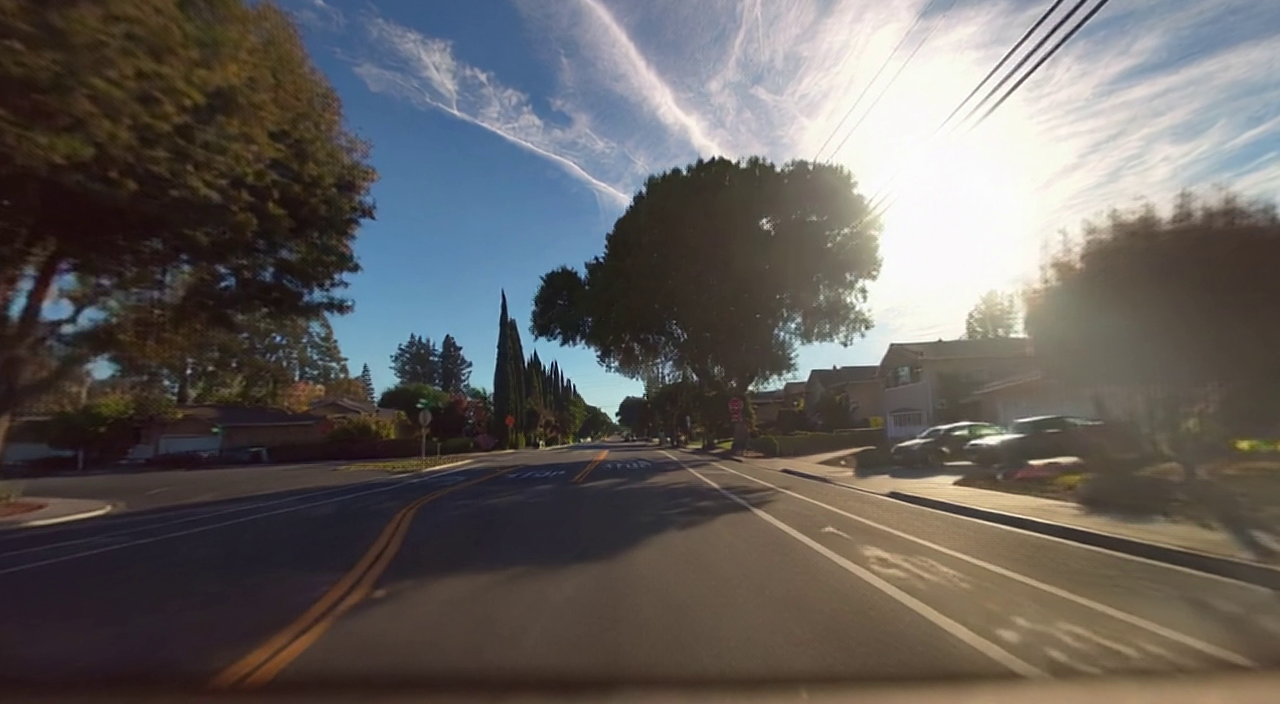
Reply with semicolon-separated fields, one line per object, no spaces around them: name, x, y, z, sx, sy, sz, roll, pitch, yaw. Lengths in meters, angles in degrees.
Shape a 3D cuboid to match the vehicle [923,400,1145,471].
vehicle;10.572;2.311;17.319;4.544;1.807;2.204;-1;-9;3
